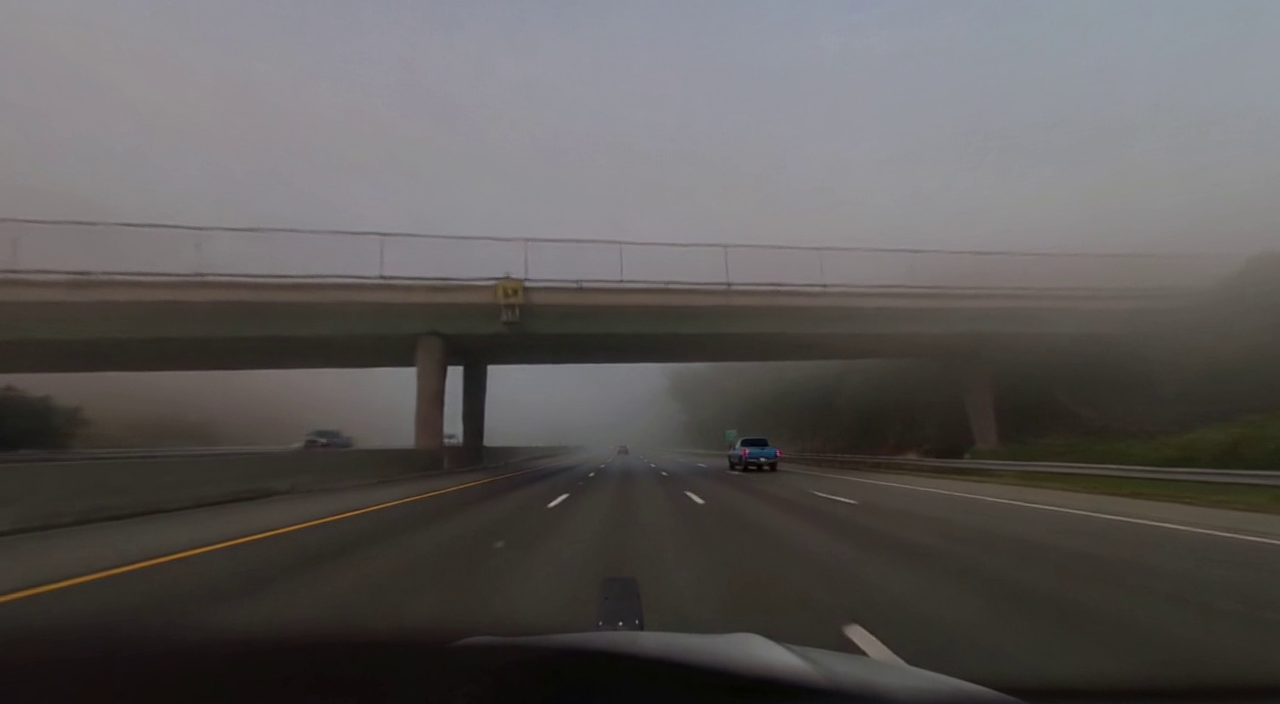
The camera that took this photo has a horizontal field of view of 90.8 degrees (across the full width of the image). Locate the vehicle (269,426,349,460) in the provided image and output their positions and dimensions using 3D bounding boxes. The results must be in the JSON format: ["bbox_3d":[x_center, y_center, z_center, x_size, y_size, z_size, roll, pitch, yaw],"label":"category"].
[{"bbox_3d":[-19.689,5.470,37.885,2.068,1.863,4.944,0,-9,0],"label":"vehicle"}]

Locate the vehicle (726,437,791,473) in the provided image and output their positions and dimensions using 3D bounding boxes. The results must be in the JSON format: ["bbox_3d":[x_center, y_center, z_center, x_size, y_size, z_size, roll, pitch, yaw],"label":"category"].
[{"bbox_3d":[6.586,5.838,35.992,2.395,1.819,6.086,0,-9,-2],"label":"vehicle"}]
